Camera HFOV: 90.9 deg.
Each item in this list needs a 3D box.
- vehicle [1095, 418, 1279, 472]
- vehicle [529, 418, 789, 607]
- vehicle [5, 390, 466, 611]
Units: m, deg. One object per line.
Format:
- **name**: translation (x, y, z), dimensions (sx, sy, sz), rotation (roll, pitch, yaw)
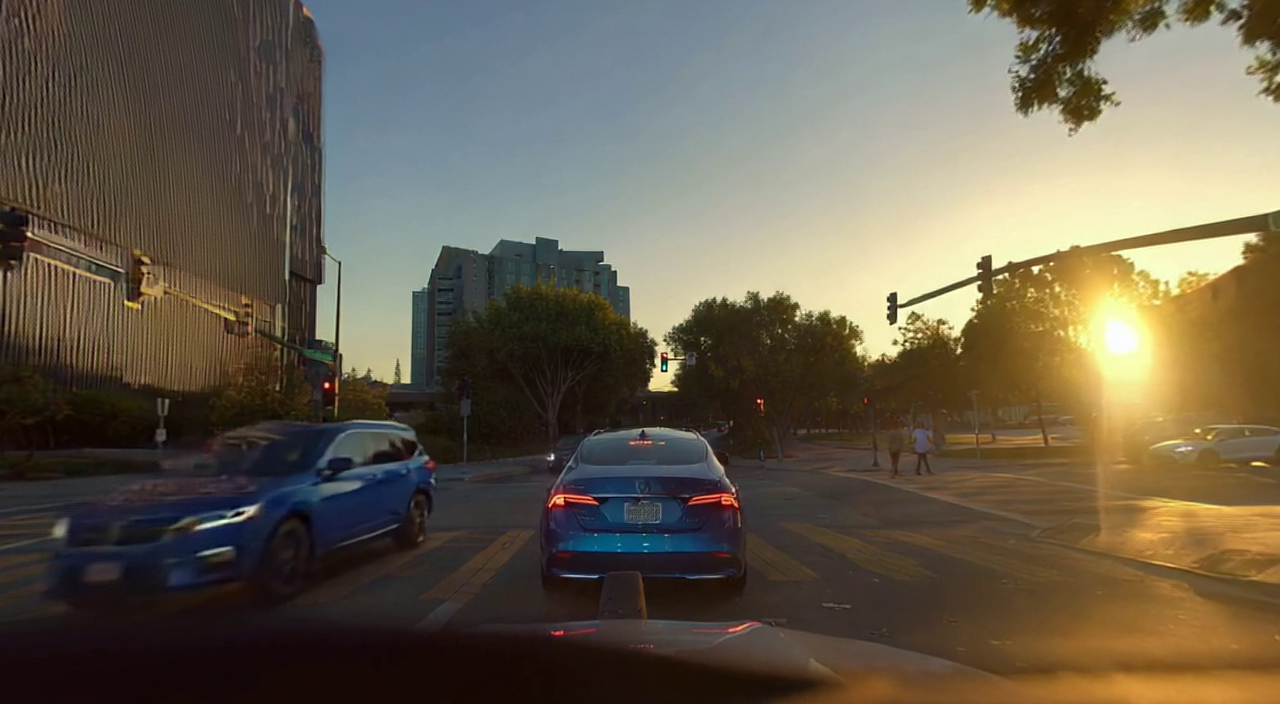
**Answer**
- **vehicle**: translation (19.145, 3.267, 22.214), dimensions (4.675, 1.772, 1.945), rotation (0, -8, -1)
- **vehicle**: translation (-0.133, 1.647, 7.476), dimensions (1.893, 1.532, 4.145), rotation (2, -9, -15)
- **vehicle**: translation (-4.329, 1.708, 8.359), dimensions (2.317, 1.924, 5.518), rotation (0, -8, 2)
